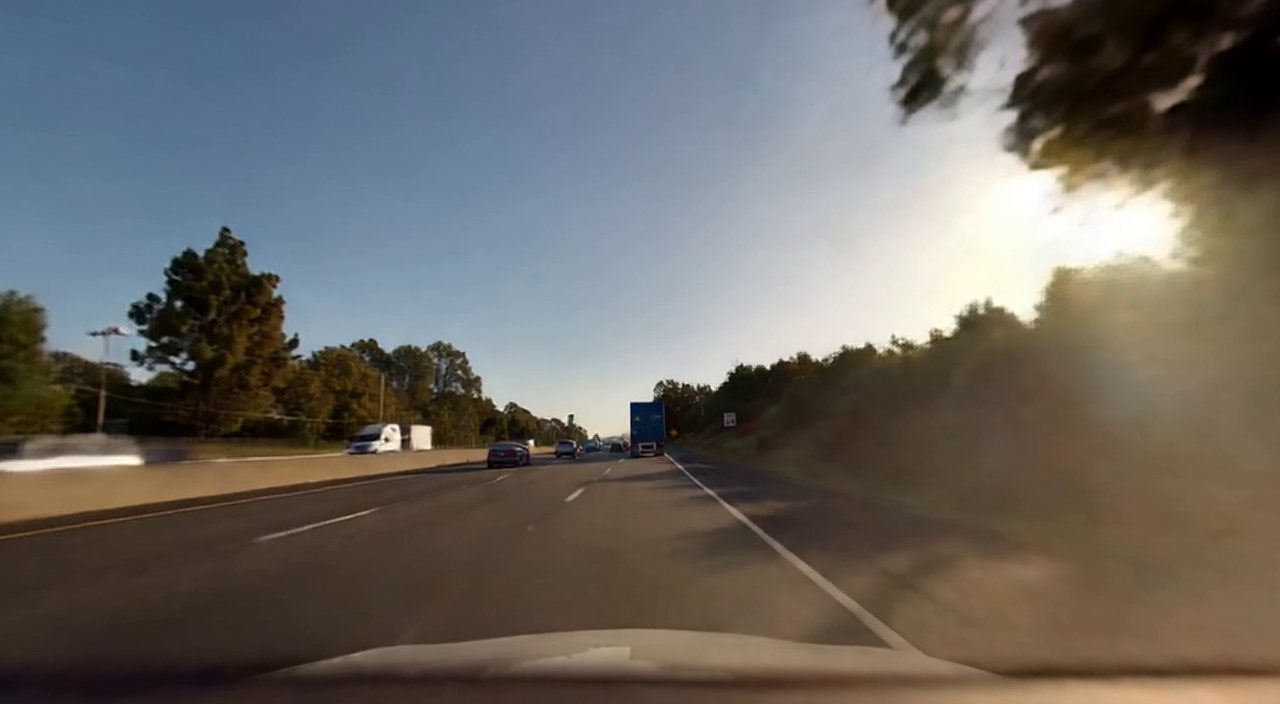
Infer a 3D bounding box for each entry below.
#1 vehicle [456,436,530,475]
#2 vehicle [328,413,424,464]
[{"bbox_3d":[-6.244,4.469,27.369,2.017,1.517,4.766,0,-8,1],"label":"vehicle"},{"bbox_3d":[-20.110,6.752,48.935,3.005,3.574,10.095,0,-8,1],"label":"vehicle"}]
